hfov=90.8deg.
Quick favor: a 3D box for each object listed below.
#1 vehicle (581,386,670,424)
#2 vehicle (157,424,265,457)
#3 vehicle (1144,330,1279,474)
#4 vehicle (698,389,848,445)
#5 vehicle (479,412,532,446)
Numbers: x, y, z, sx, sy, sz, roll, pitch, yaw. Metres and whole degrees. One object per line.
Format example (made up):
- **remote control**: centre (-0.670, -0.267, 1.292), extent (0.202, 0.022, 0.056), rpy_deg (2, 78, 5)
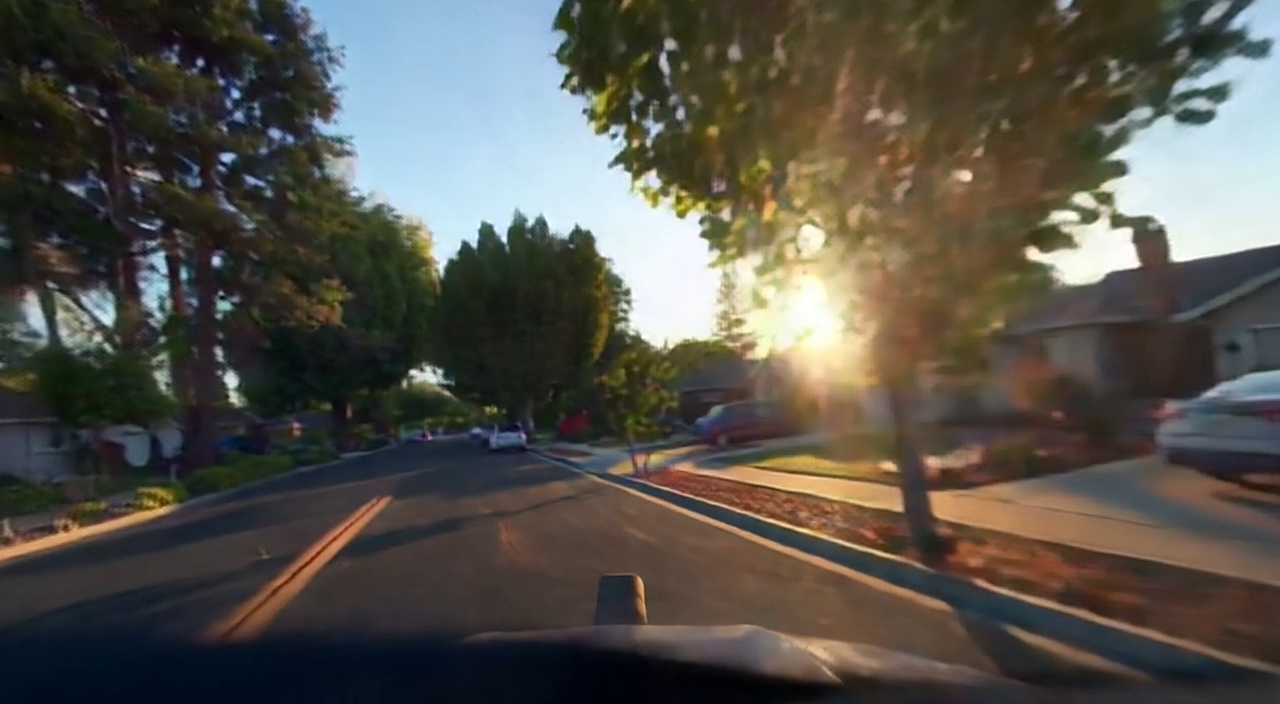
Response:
- **vehicle**: centre (-0.926, 3.179, 37.877), extent (4.861, 1.911, 2.181), rpy_deg (0, -12, -16)
- **vehicle**: centre (-24.088, 4.996, 35.701), extent (4.511, 1.809, 2.018), rpy_deg (2, -8, -15)
- **vehicle**: centre (8.856, 0.652, 7.593), extent (4.569, 1.499, 1.917), rpy_deg (2, -8, -15)
- **vehicle**: centre (4.202, 2.132, 20.220), extent (4.230, 1.666, 1.978), rpy_deg (2, -8, -15)
- **vehicle**: centre (-6.638, 3.805, 30.846), extent (2.009, 1.506, 4.698), rpy_deg (2, -8, -17)
